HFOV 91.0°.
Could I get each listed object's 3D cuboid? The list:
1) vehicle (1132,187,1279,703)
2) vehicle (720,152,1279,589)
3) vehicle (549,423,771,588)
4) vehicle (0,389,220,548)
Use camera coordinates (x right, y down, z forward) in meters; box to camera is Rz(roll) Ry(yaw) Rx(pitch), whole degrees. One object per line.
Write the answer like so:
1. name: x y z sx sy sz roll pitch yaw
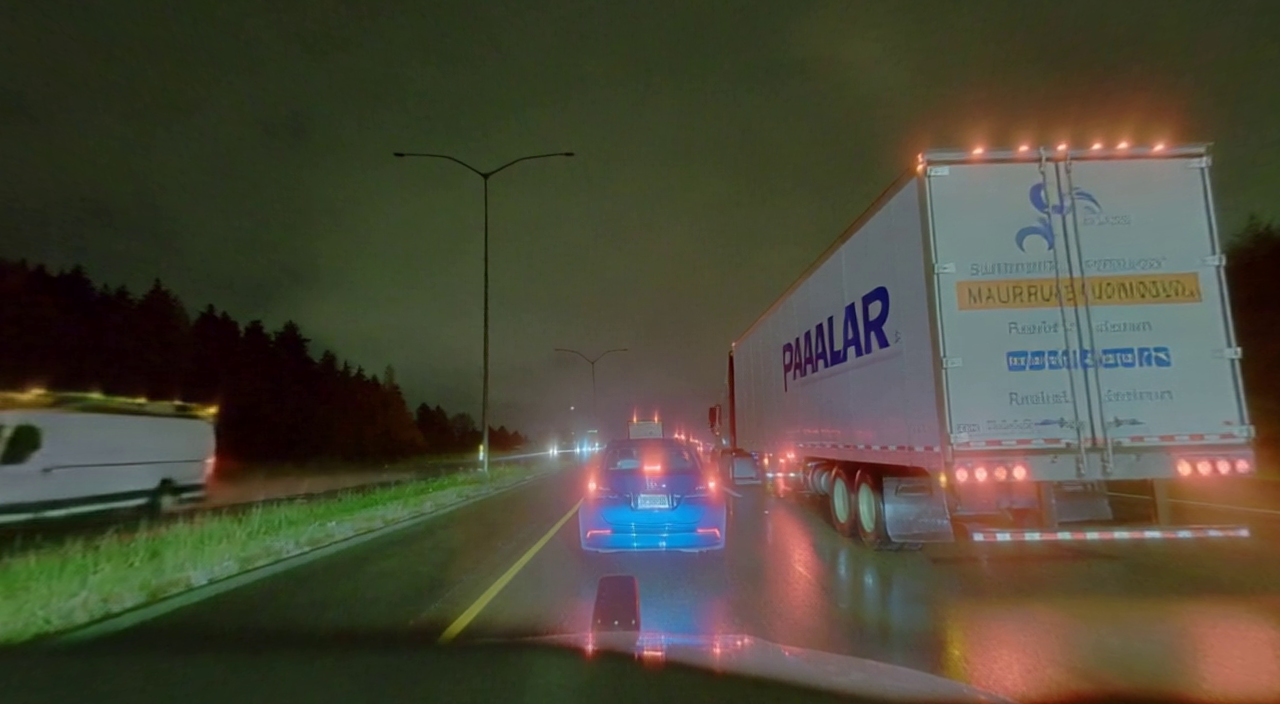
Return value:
1. vehicle: 4.728 0.120 0.632 2.892 2.615 6.650 0 -8 -2
2. vehicle: 4.188 1.068 12.947 2.827 4.081 14.305 0 -8 -1
3. vehicle: 0.170 1.680 7.687 2.045 1.490 3.597 -1 -8 0
4. vehicle: -12.579 2.408 13.469 2.524 2.800 6.564 -1 -8 1
